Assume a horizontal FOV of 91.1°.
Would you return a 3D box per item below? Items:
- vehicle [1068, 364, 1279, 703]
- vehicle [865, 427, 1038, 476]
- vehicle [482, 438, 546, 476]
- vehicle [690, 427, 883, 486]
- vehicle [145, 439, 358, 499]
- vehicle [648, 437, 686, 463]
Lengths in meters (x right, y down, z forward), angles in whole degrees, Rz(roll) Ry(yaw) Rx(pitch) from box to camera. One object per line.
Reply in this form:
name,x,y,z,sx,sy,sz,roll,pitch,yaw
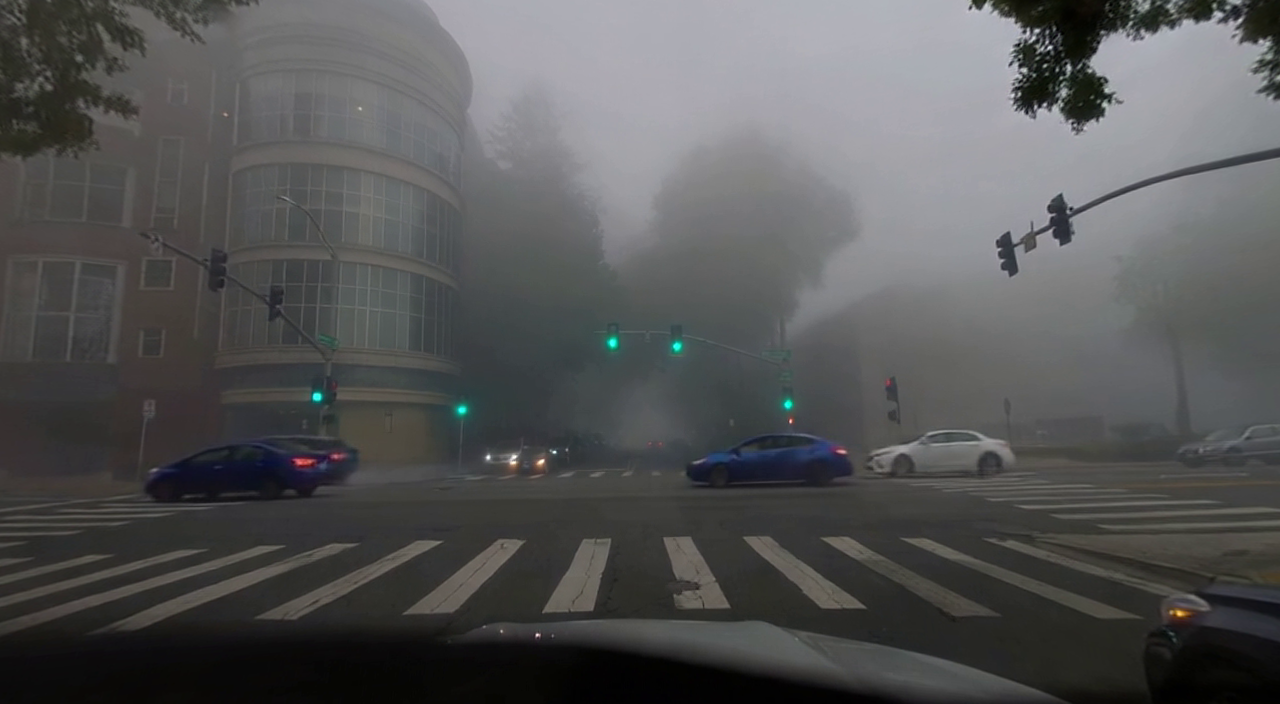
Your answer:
vehicle,2.884,0.675,0.832,1.947,1.576,3.825,0,-8,1
vehicle,10.006,3.230,20.460,4.623,1.477,1.884,0,-8,0
vehicle,-5.955,5.022,30.284,2.115,1.690,4.322,-1,-8,1
vehicle,3.814,2.804,16.989,4.723,1.484,1.883,0,-8,0
vehicle,-10.254,3.100,16.840,4.464,1.472,1.867,0,-8,0
vehicle,1.787,6.664,42.774,2.053,1.625,4.551,0,-8,-4
